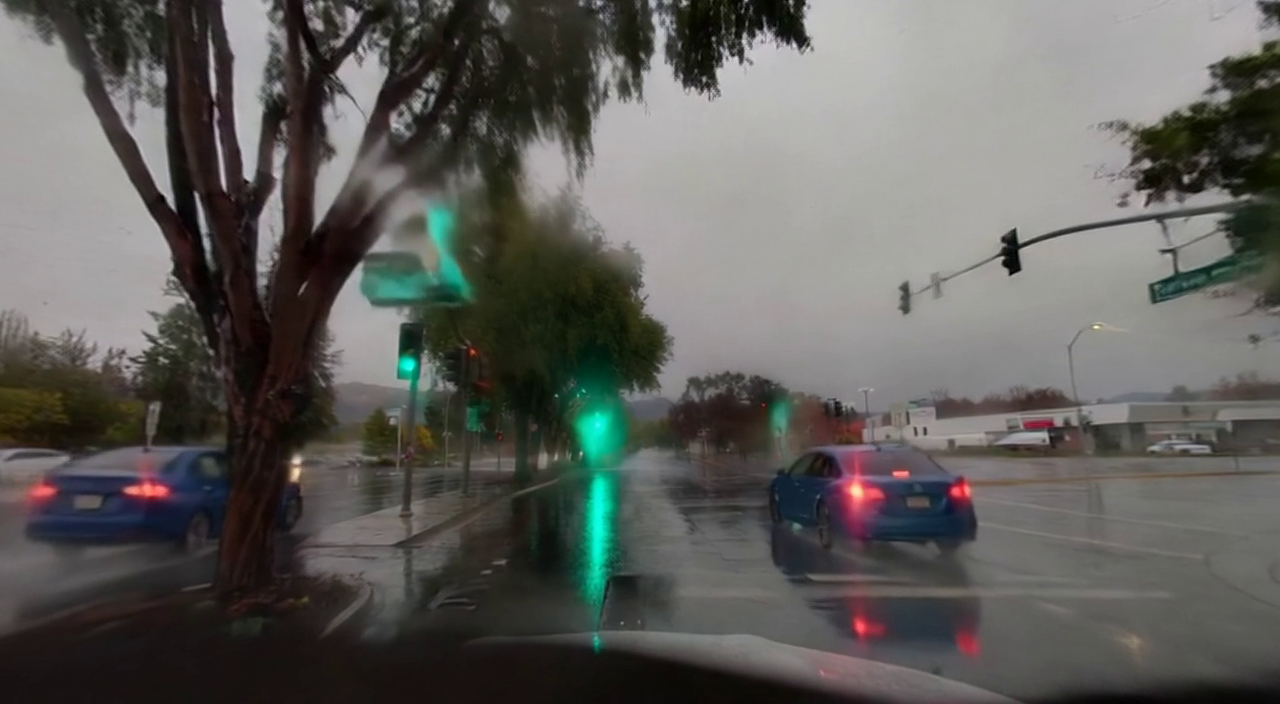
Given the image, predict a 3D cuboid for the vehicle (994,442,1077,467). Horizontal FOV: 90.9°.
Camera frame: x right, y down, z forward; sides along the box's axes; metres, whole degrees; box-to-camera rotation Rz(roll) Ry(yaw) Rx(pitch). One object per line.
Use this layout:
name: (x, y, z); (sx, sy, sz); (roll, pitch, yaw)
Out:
vehicle: (28.438, 7.372, 45.533); (2.026, 1.657, 5.260); (1, -9, -9)

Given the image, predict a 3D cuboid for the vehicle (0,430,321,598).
vehicle: (-6.143, 1.785, 7.922); (1.995, 1.470, 4.556); (0, -9, -2)

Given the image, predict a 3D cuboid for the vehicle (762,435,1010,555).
vehicle: (3.597, 2.160, 10.360); (1.940, 1.487, 4.562); (0, -9, -4)
